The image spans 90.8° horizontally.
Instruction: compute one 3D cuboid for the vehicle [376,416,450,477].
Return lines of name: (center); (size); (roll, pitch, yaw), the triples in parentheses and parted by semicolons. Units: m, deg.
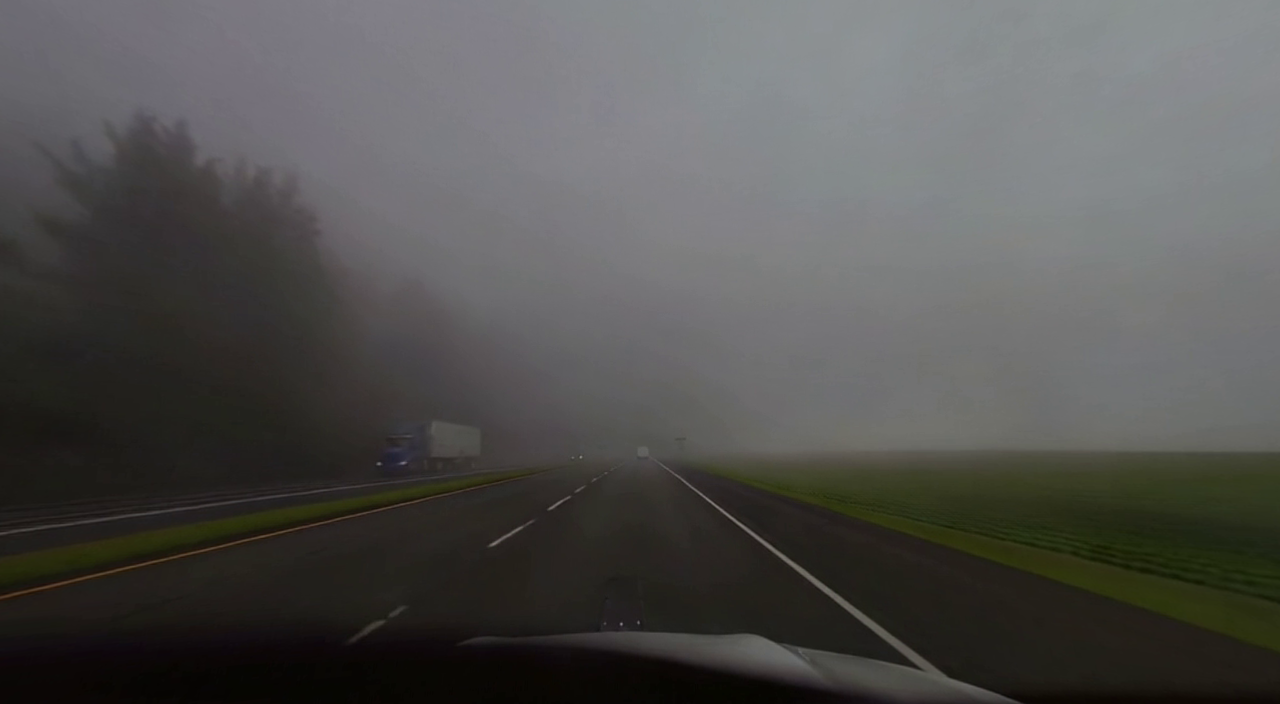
vehicle: (-15.794, 6.654, 44.394); (2.956, 3.925, 5.821); (0, -9, 0)
